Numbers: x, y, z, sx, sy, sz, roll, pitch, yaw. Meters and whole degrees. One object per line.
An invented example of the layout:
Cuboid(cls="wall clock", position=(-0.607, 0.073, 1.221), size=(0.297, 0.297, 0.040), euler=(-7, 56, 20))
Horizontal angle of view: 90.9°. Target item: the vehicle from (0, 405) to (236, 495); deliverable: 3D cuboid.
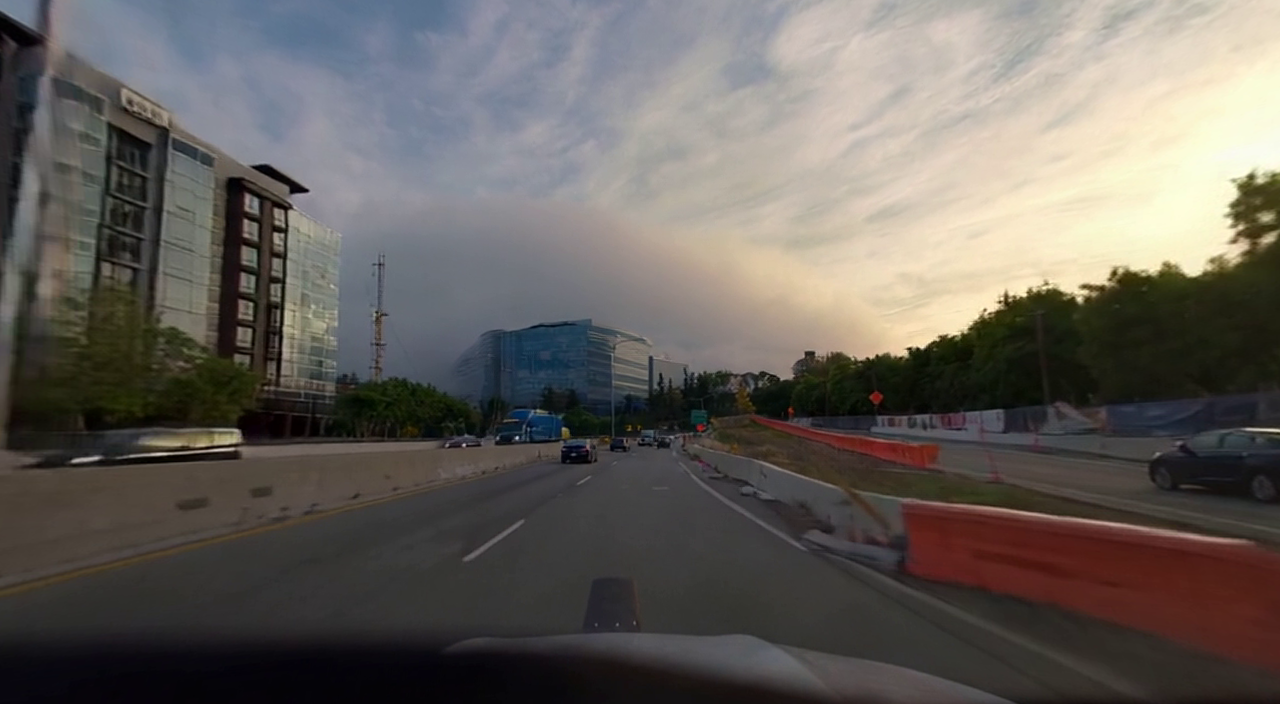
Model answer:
Cuboid(cls="vehicle", position=(-13.426, 2.553, 16.696), size=(2.013, 1.983, 4.980), euler=(0, -8, 1))

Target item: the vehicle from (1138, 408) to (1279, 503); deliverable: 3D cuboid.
Cuboid(cls="vehicle", position=(11.212, 1.824, 11.206), size=(1.913, 1.499, 3.581), euler=(0, -8, 5))

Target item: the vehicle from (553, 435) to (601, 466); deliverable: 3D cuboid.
Cuboid(cls="vehicle", position=(-3.098, 4.936, 31.731), size=(1.848, 1.406, 4.013), euler=(0, -8, 2))
